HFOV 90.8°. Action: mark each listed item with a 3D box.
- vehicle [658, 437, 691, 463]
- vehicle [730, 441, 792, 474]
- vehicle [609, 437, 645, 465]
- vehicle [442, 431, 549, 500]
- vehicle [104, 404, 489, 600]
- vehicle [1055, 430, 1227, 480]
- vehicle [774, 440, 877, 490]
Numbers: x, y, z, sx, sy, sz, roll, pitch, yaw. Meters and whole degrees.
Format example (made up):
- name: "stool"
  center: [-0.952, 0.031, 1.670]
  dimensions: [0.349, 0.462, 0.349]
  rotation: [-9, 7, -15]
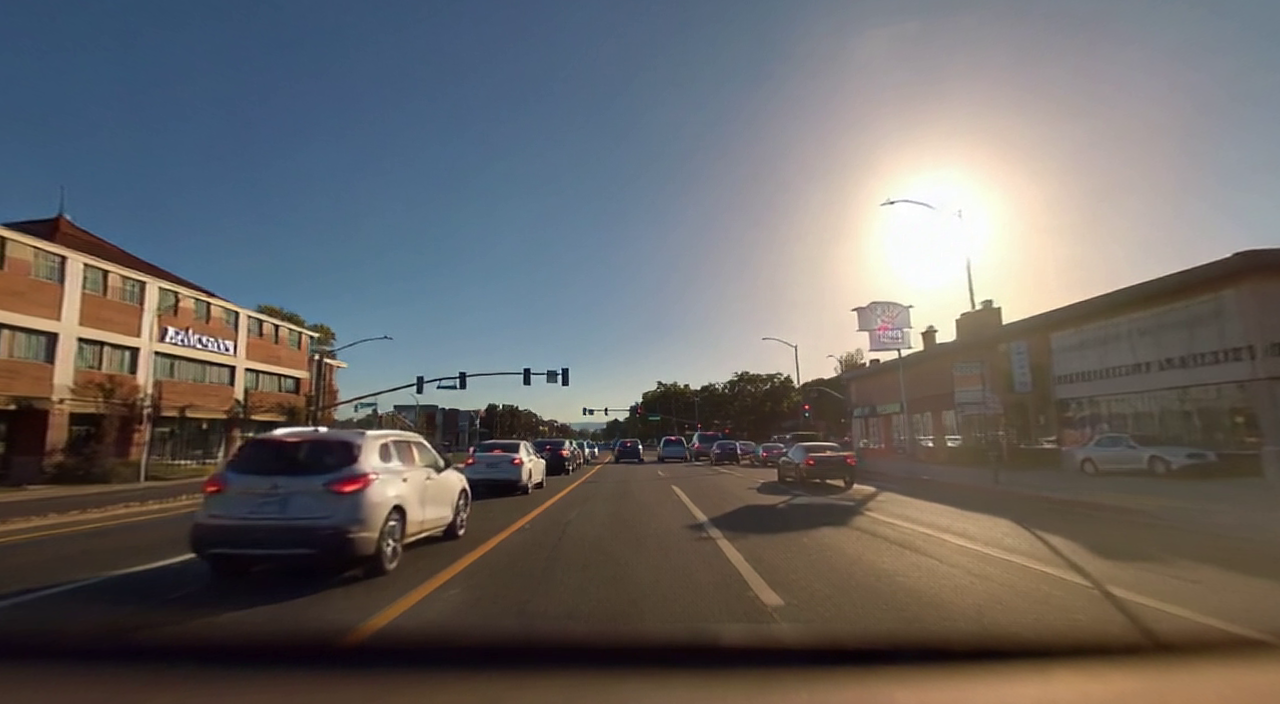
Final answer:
- name: "vehicle"
  center: [2.451, 7.049, 45.448]
  dimensions: [2.018, 1.779, 4.338]
  rotation: [0, -8, -1]
- name: "vehicle"
  center: [5.790, 5.118, 30.927]
  dimensions: [1.969, 1.502, 4.663]
  rotation: [0, -8, -2]
- name: "vehicle"
  center: [-0.888, 6.630, 42.465]
  dimensions: [2.261, 1.741, 4.255]
  rotation: [0, -8, -1]
- name: "vehicle"
  center: [-3.760, 3.023, 17.193]
  dimensions: [1.934, 1.624, 3.964]
  rotation: [0, -8, 0]
- name: "vehicle"
  center: [-3.449, 1.597, 7.601]
  dimensions: [2.143, 1.643, 4.336]
  rotation: [0, -8, 1]
- name: "vehicle"
  center: [16.380, 3.395, 21.060]
  dimensions: [1.819, 1.457, 4.680]
  rotation: [0, -8, -1]
- name: "vehicle"
  center: [5.935, 3.661, 20.863]
  dimensions: [2.017, 1.453, 4.497]
  rotation: [0, -8, 0]
